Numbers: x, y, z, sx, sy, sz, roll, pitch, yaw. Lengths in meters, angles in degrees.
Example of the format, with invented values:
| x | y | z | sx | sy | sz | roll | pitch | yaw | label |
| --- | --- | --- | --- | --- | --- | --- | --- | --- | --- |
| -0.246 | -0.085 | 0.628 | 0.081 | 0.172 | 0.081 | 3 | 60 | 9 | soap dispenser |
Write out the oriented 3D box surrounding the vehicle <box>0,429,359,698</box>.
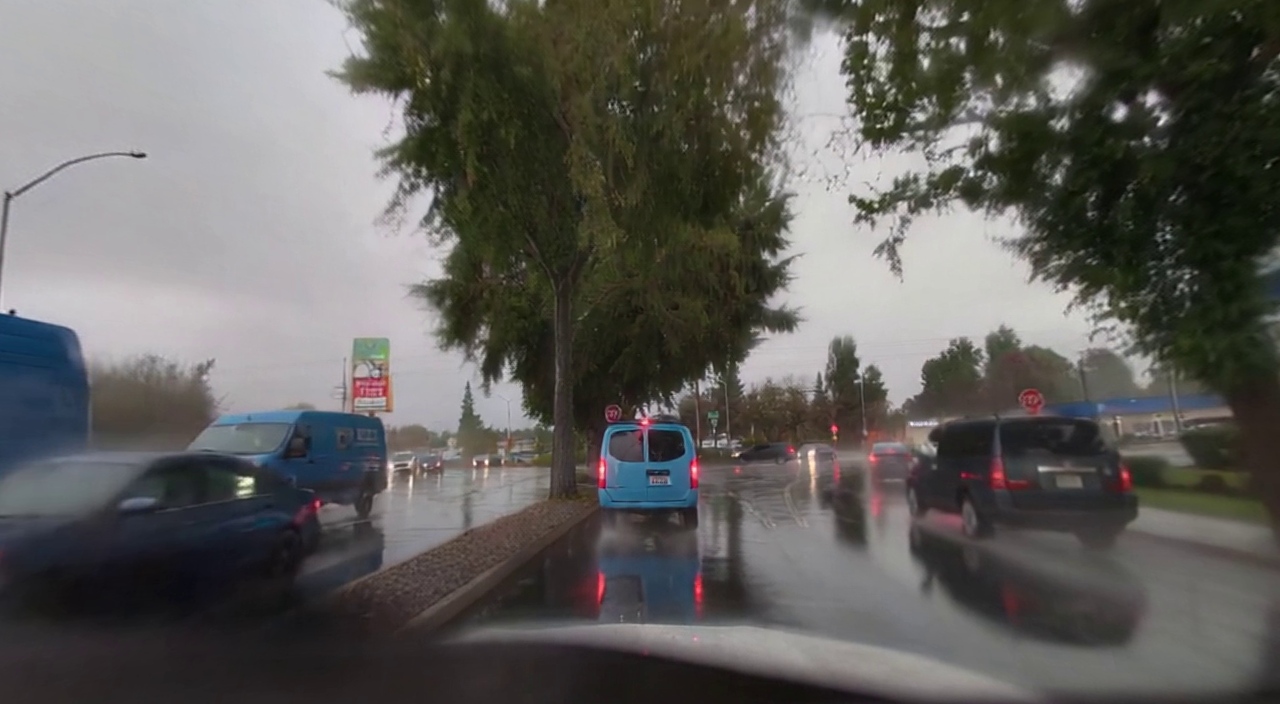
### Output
| x | y | z | sx | sy | sz | roll | pitch | yaw | label |
| --- | --- | --- | --- | --- | --- | --- | --- | --- | --- |
| -4.371 | 1.425 | 5.150 | 1.869 | 1.465 | 4.503 | 0 | -9 | 3 | vehicle |

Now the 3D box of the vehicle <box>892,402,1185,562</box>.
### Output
| x | y | z | sx | sy | sz | roll | pitch | yaw | label |
| --- | --- | --- | --- | --- | --- | --- | --- | --- | --- |
| 6.019 | 2.017 | 10.541 | 2.204 | 1.973 | 4.946 | -1 | -9 | 8 | vehicle |

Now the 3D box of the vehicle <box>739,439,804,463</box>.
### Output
| x | y | z | sx | sy | sz | roll | pitch | yaw | label |
| --- | --- | --- | --- | --- | --- | --- | --- | --- | --- |
| 9.853 | 7.404 | 47.140 | 4.651 | 1.710 | 1.985 | 6 | -11 | -33 | vehicle |

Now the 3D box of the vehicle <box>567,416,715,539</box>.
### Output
| x | y | z | sx | sy | sz | roll | pitch | yaw | label |
| --- | --- | --- | --- | --- | --- | --- | --- | --- | --- |
| 0.240 | 2.241 | 11.849 | 2.237 | 1.828 | 4.546 | -1 | -9 | 6 | vehicle |
